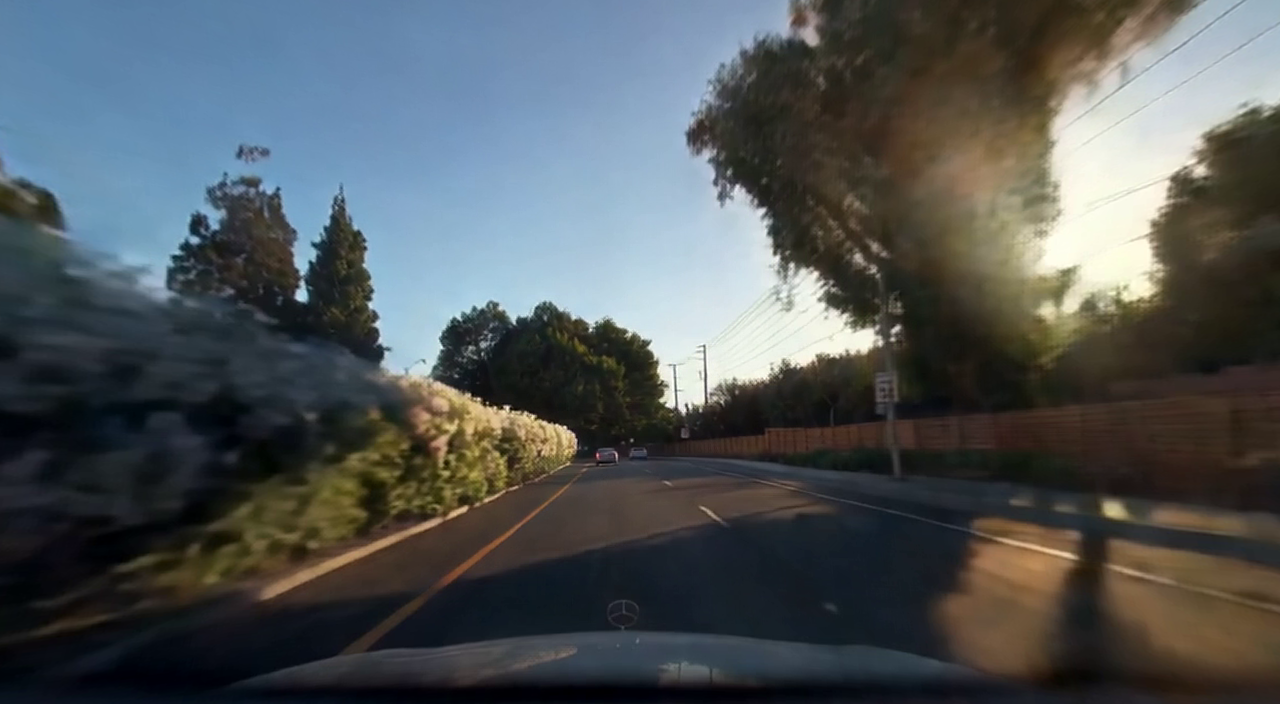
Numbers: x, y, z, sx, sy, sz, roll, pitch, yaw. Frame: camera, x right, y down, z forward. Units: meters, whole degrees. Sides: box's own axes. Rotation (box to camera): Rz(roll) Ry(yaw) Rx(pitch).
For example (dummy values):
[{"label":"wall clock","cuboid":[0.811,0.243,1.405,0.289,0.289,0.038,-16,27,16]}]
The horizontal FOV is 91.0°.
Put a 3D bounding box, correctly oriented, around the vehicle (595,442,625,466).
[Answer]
[{"label":"vehicle","cuboid":[-2.217,7.364,45.441,2.005,1.633,4.044,1,-8,-4]}]
